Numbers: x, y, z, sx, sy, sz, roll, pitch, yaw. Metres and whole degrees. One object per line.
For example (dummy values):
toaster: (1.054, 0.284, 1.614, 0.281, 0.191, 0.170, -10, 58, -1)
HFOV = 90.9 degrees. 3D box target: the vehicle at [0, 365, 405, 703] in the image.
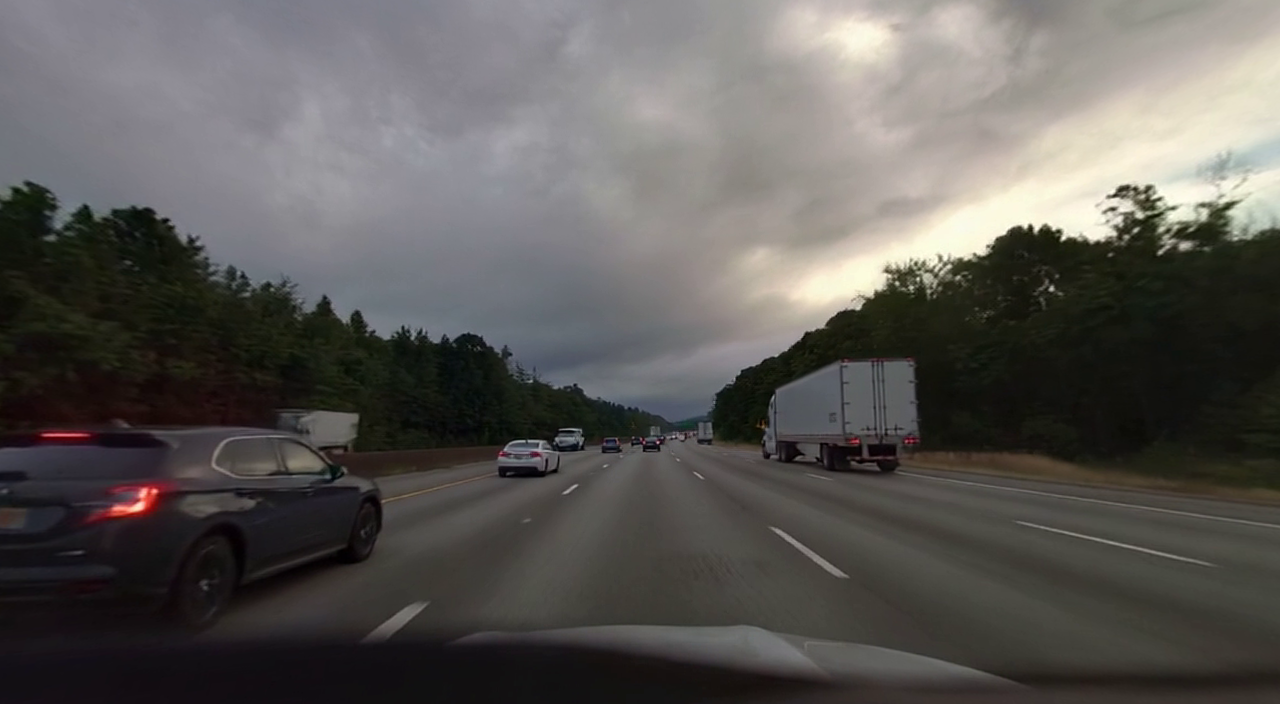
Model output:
vehicle: (-3.576, 1.135, 4.510, 2.137, 1.618, 4.209, 0, -8, 0)

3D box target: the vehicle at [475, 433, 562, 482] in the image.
vehicle: (-3.951, 3.477, 21.198, 2.013, 1.460, 4.027, 0, -8, 1)

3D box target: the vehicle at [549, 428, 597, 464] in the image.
vehicle: (-3.515, 4.998, 33.727, 2.064, 1.826, 4.263, 0, -8, 1)

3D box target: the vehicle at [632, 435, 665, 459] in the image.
vehicle: (0.544, 6.086, 40.609, 2.004, 1.465, 3.842, 0, -8, 0)

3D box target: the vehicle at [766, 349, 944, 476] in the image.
vehicle: (8.326, 2.883, 27.400, 2.866, 4.100, 14.057, 0, -8, 0)
